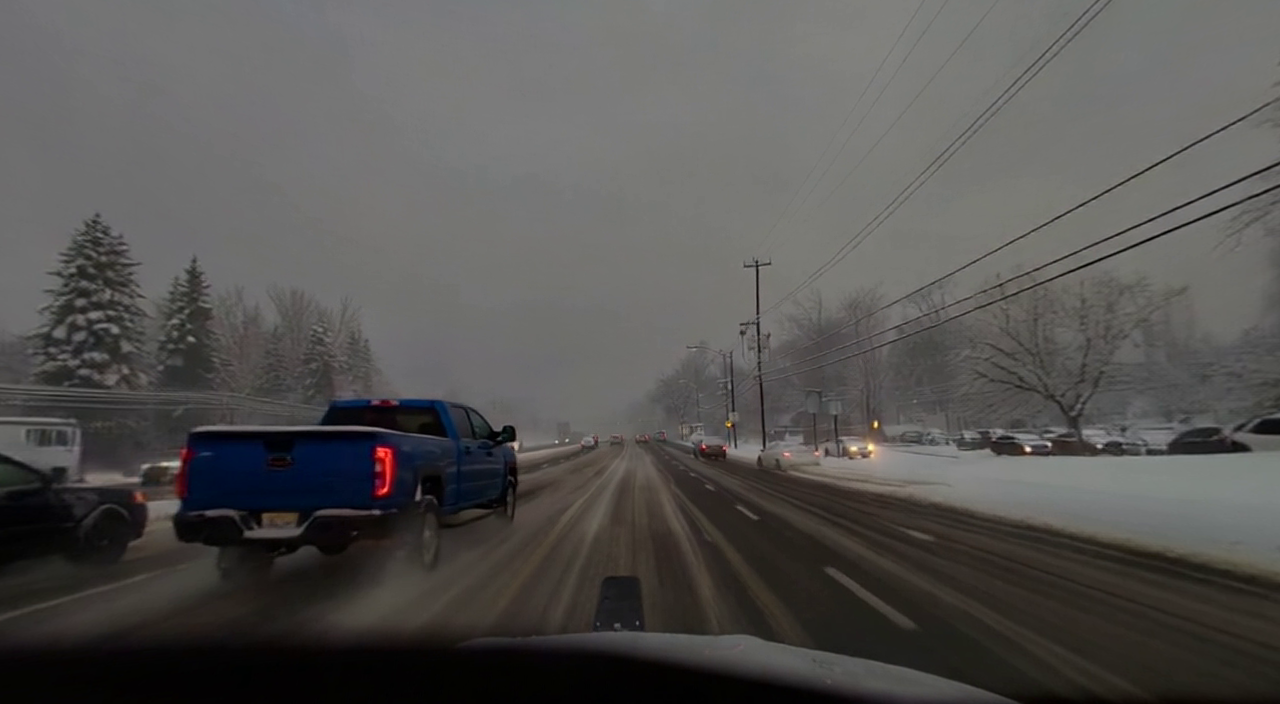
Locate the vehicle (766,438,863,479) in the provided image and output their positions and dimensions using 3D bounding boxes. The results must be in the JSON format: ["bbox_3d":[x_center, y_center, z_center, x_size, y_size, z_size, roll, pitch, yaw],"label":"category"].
[{"bbox_3d":[6.730,4.150,24.948,1.840,1.428,4.602,1,-9,-10],"label":"vehicle"}]

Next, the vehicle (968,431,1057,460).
[{"bbox_3d":[22.420,5.644,38.189,1.860,1.597,4.261,4,-9,-24],"label":"vehicle"}]

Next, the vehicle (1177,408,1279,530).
[{"bbox_3d":[10.706,1.540,8.219,2.150,1.735,5.106,3,-9,-21],"label":"vehicle"}]

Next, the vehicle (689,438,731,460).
[{"bbox_3d":[4.714,6.616,43.249,2.071,1.435,4.226,0,-8,-4],"label":"vehicle"}]

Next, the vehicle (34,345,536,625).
[{"bbox_3d":[-3.025,1.384,7.609,2.467,1.991,6.089,0,-8,0],"label":"vehicle"}]
